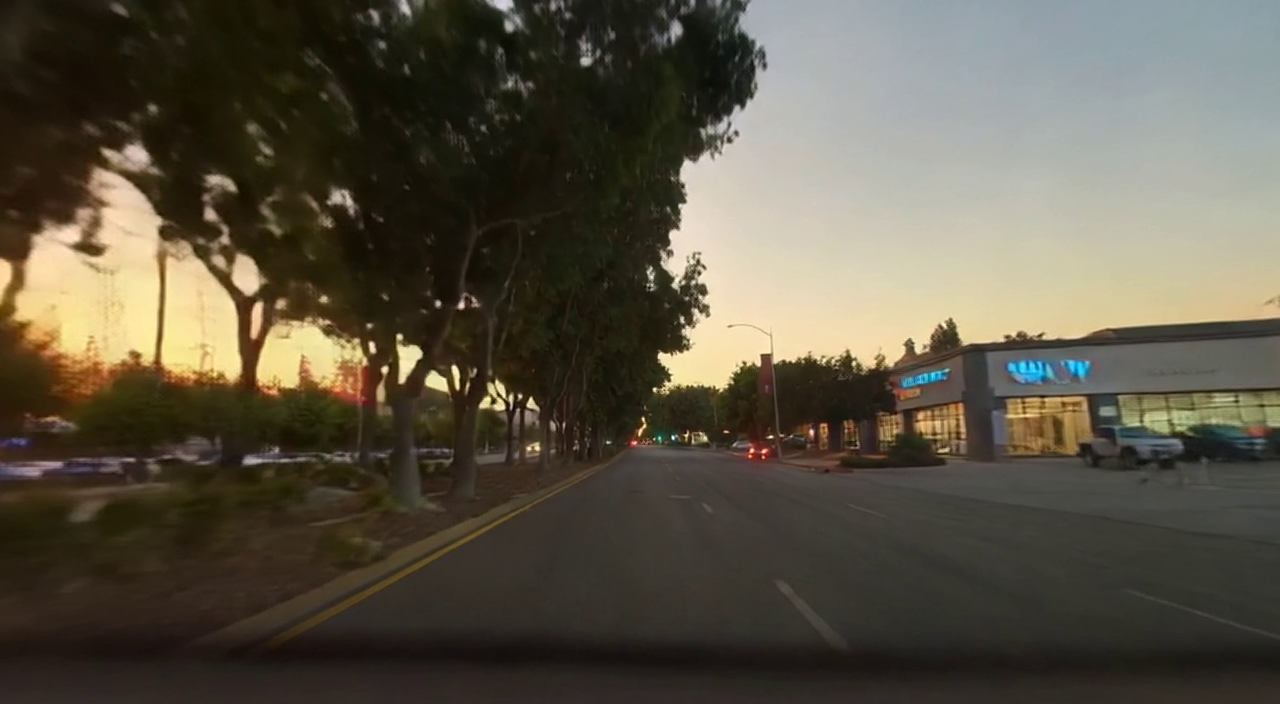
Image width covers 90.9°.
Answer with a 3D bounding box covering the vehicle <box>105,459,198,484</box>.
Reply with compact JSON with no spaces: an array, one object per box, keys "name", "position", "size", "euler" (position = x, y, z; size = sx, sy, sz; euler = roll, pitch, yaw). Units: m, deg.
[{"name":"vehicle","position":[-31.188,7.617,40.413],"size":[4.320,1.463,1.827],"euler":[4,-9,-25]}]
